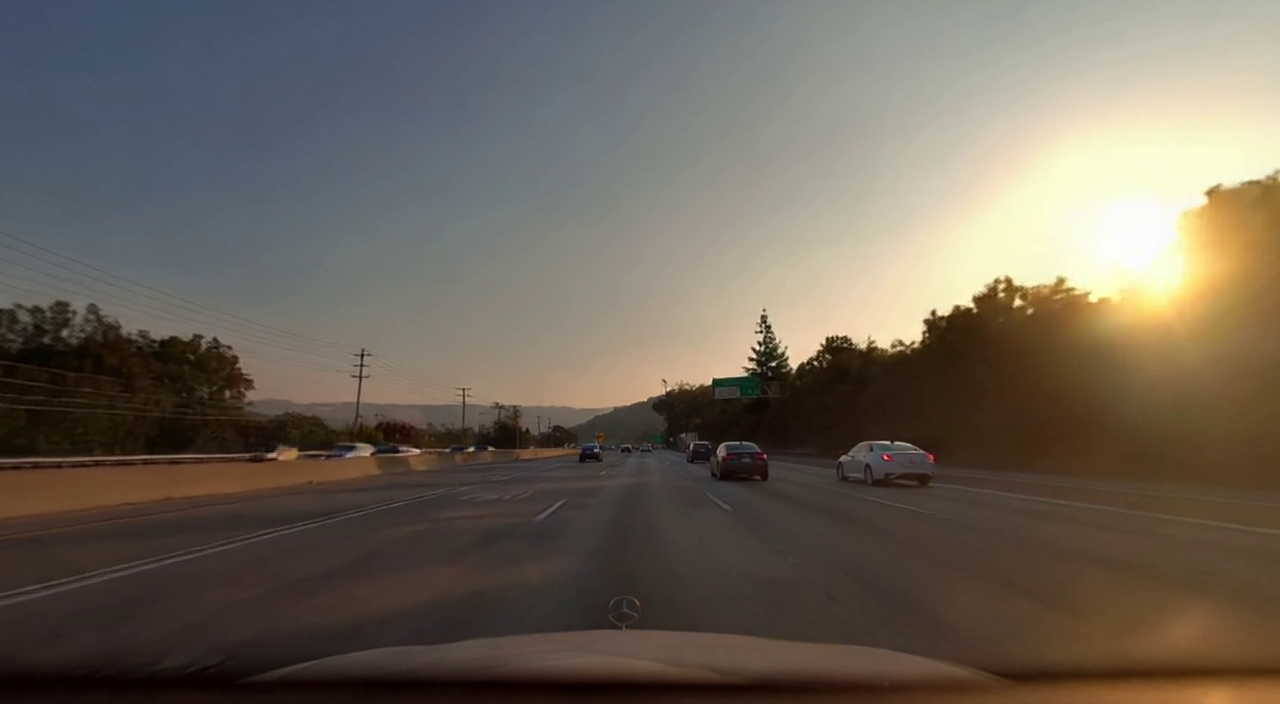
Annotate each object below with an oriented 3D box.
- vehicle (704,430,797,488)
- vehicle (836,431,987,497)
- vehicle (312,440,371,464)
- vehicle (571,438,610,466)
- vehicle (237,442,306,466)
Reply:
[{"bbox_3d":[3.387,3.387,20.323,2.146,1.639,4.475,0,-8,-1],"label":"vehicle"},{"bbox_3d":[7.193,3.015,17.424,1.988,1.518,4.856,0,-8,0],"label":"vehicle"},{"bbox_3d":[-22.010,7.393,46.757,2.003,1.646,4.699,-1,-8,1],"label":"vehicle"},{"bbox_3d":[-3.230,6.642,42.067,2.106,1.682,4.395,-1,-8,2],"label":"vehicle"},{"bbox_3d":[-26.727,7.419,45.917,2.001,1.615,4.744,-1,-8,2],"label":"vehicle"}]
